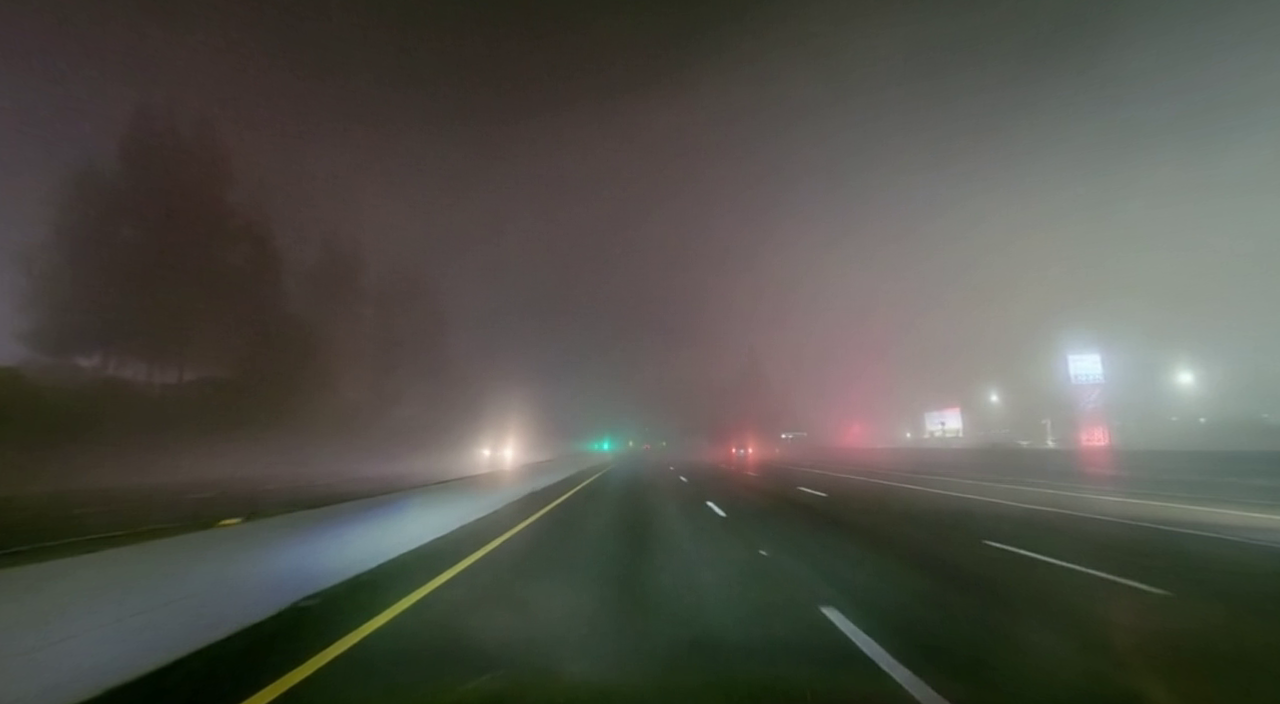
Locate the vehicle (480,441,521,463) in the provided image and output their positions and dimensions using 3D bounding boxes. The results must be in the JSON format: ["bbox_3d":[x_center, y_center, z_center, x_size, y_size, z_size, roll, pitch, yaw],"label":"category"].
[{"bbox_3d":[-10.354,7.483,47.221,2.027,1.551,4.656,0,-8,0],"label":"vehicle"}]

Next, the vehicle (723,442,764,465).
[{"bbox_3d":[6.972,6.893,42.972,2.025,1.484,4.208,0,-8,0],"label":"vehicle"}]
